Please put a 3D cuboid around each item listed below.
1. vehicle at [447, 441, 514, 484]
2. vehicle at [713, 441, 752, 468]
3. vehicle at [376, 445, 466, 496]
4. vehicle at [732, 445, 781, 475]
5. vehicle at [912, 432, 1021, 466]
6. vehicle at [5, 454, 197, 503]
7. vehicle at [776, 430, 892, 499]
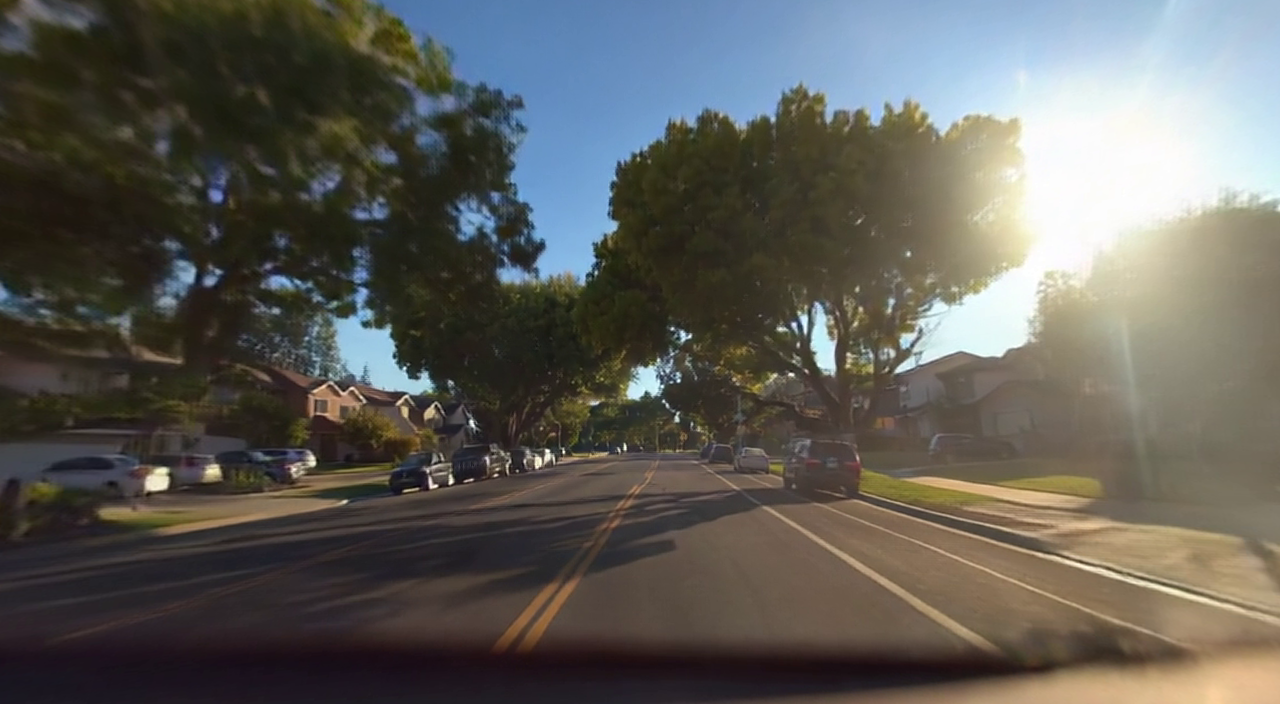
[{"bbox_3d":[-8.790,6.106,35.277,2.225,2.037,5.158,-3,-9,2],"label":"vehicle"},{"bbox_3d":[6.220,6.957,43.047,2.155,1.668,4.425,0,-9,2],"label":"vehicle"},{"bbox_3d":[-9.138,4.999,26.829,2.117,1.865,4.570,-2,-10,2],"label":"vehicle"},{"bbox_3d":[6.226,5.813,34.235,1.908,1.477,4.920,0,-9,2],"label":"vehicle"},{"bbox_3d":[15.198,4.533,29.593,3.966,1.500,1.998,0,-8,4],"label":"vehicle"},{"bbox_3d":[-17.996,4.214,21.257,4.699,1.476,1.949,0,-9,2],"label":"vehicle"},{"bbox_3d":[5.845,3.441,19.747,2.215,1.886,4.577,0,-9,1],"label":"vehicle"}]
